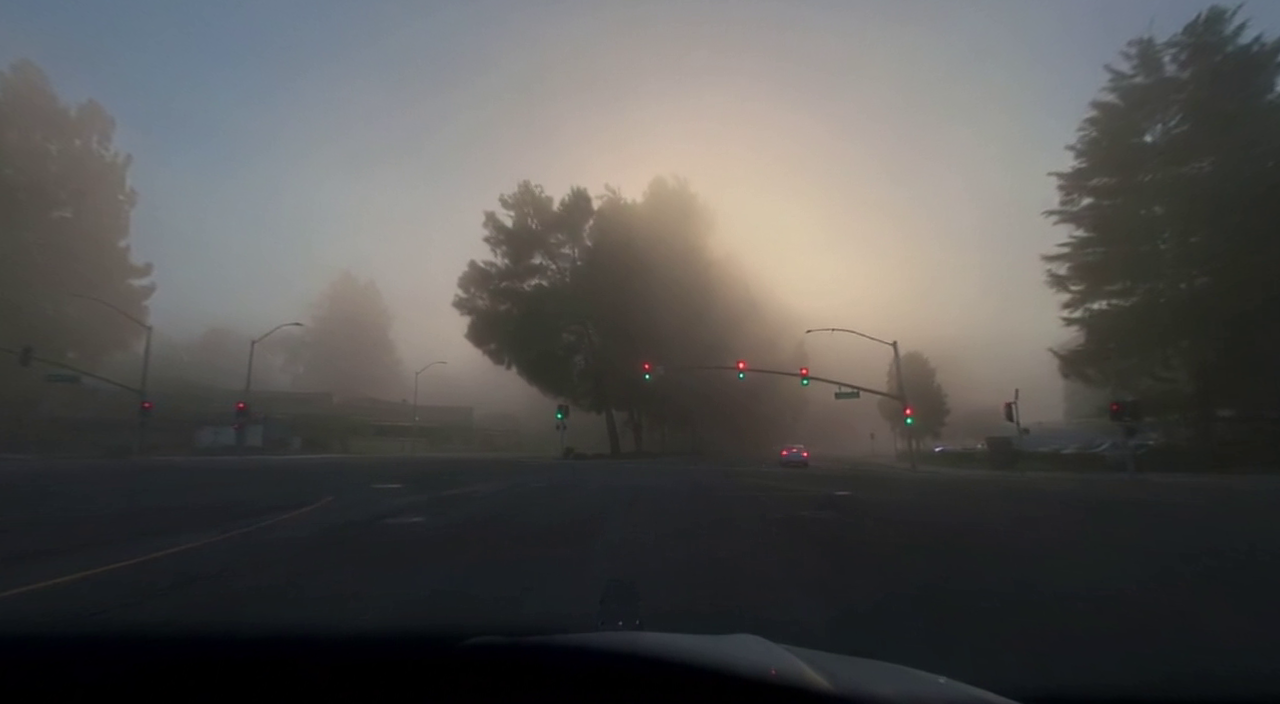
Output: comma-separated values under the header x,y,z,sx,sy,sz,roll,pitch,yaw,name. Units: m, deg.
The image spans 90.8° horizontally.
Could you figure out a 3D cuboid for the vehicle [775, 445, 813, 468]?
x,y,z,sx,sy,sz,roll,pitch,yaw,name
10.339,7.003,42.722,1.988,1.460,3.996,-1,-9,7,vehicle
